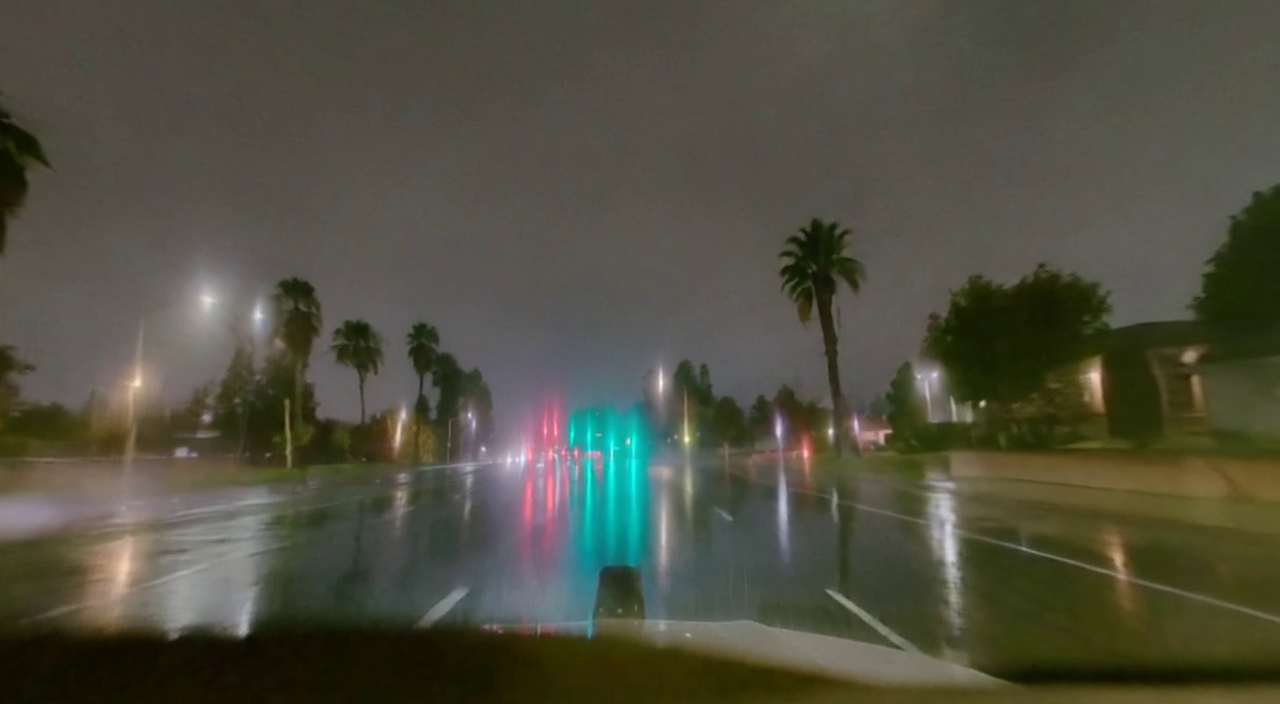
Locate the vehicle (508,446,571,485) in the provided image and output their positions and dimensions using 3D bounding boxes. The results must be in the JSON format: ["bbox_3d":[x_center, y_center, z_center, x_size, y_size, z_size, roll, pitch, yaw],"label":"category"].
[{"bbox_3d":[-4.196,4.810,27.174,2.108,1.475,4.555,0,-8,-2],"label":"vehicle"}]
